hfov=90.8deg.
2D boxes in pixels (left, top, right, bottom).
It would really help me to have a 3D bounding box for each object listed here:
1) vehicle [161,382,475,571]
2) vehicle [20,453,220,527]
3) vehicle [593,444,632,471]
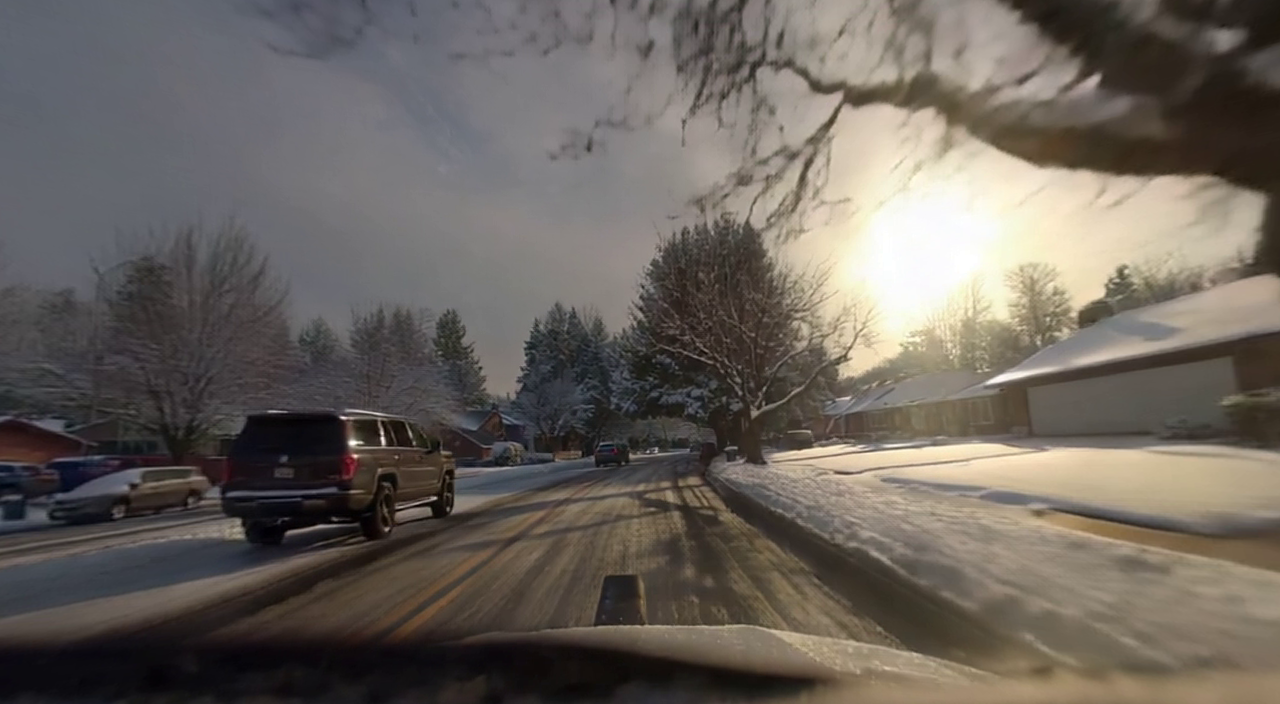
[{"bbox_3d":[-4.260,1.761,9.667,2.085,2.084,5.133,0,-9,0],"label":"vehicle"},{"bbox_3d":[-15.716,4.128,19.543,2.029,1.887,4.668,-1,-8,3],"label":"vehicle"},{"bbox_3d":[-1.811,7.141,42.922,2.001,1.664,4.174,-1,-9,7],"label":"vehicle"}]
